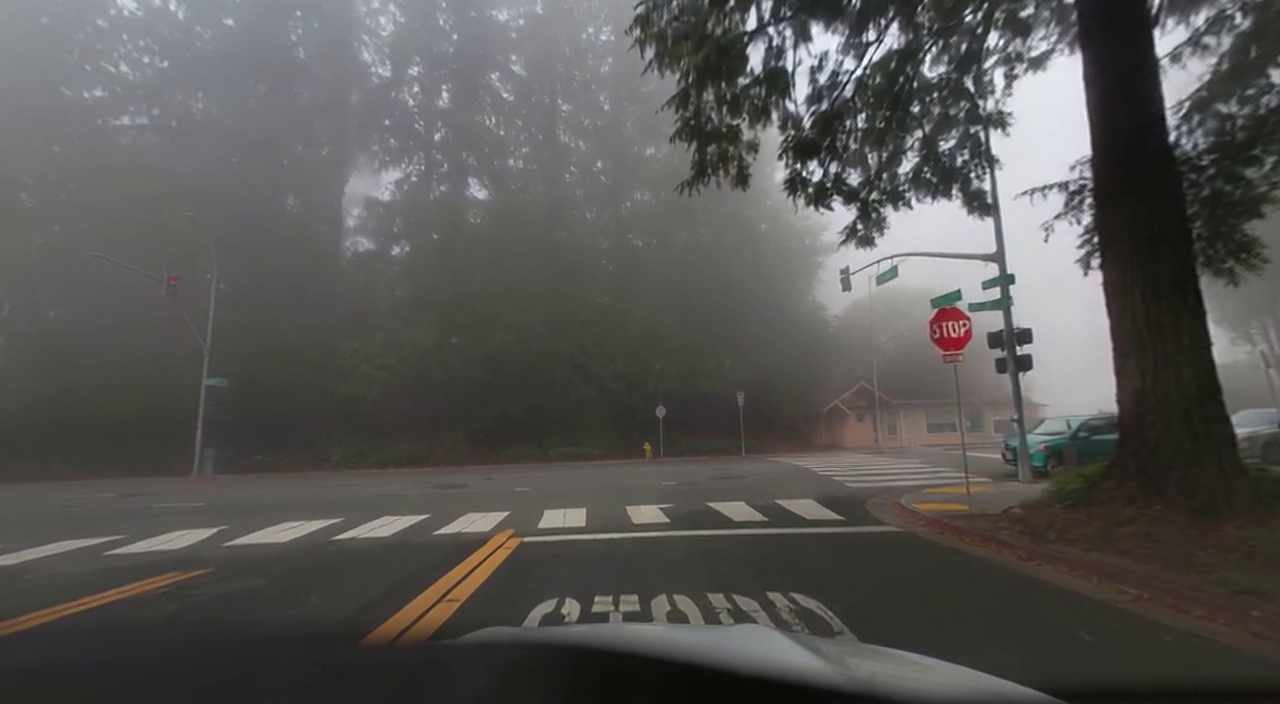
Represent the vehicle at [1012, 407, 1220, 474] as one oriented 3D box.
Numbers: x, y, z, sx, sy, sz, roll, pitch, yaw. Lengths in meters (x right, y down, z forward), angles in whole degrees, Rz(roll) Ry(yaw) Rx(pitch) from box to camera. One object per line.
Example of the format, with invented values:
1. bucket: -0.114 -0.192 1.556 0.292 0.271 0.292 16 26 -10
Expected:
1. vehicle: 12.862 2.412 17.253 4.208 1.685 2.014 1 -8 -8
